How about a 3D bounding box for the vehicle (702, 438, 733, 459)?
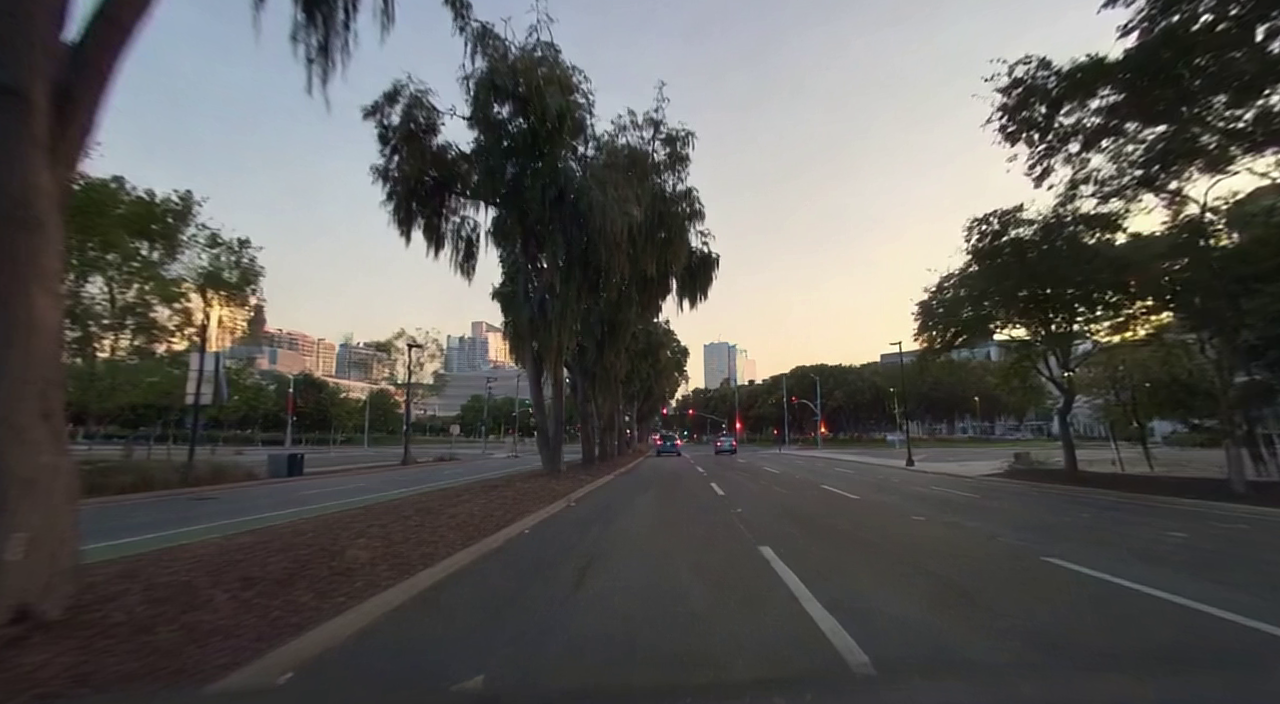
[{"bbox_3d":[5.724,7.208,47.202,1.998,1.460,3.898,-1,-8,3],"label":"vehicle"}]
